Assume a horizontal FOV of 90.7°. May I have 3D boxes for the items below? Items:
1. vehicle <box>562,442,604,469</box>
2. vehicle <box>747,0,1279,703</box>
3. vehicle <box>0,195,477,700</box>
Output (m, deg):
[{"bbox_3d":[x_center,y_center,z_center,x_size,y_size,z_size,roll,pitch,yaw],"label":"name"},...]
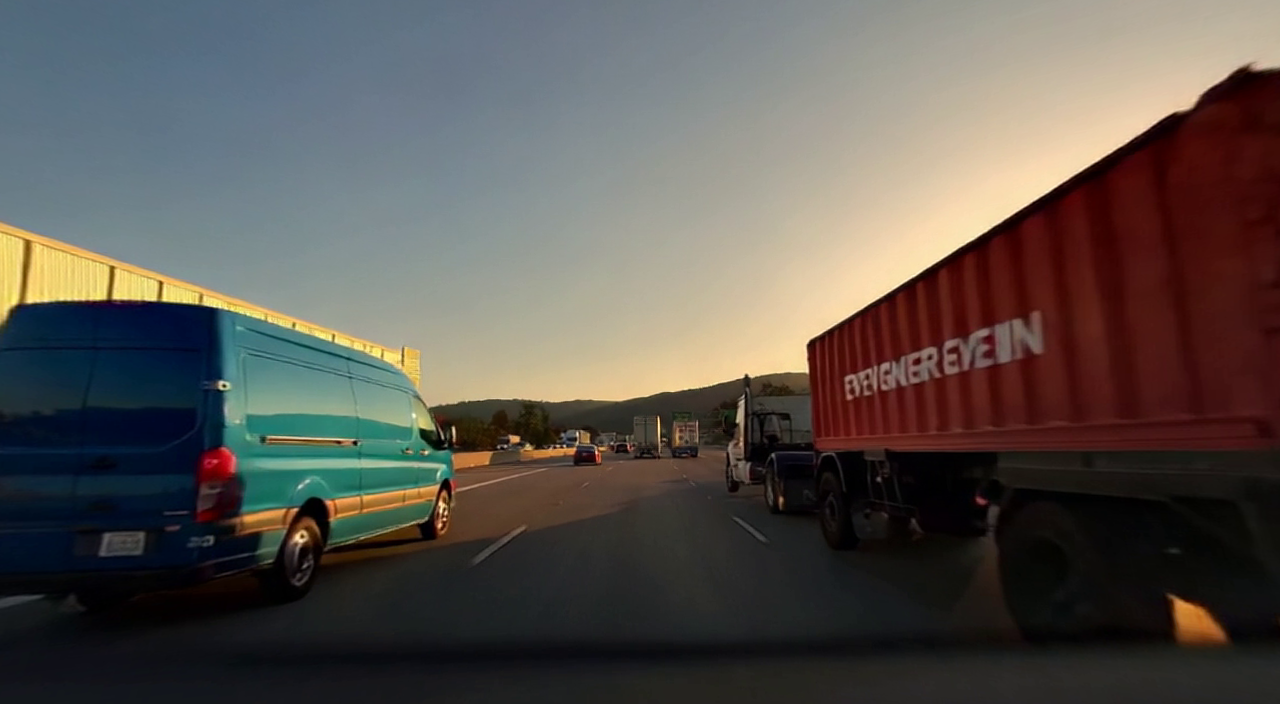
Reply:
[{"bbox_3d":[-3.370,6.228,38.274,2.024,1.472,4.014,-1,-8,2],"label":"vehicle"},{"bbox_3d":[3.997,0.475,7.860,2.951,3.974,13.340,0,-8,0],"label":"vehicle"},{"bbox_3d":[-3.916,0.962,6.914,2.557,2.855,6.674,0,-9,-1],"label":"vehicle"}]
